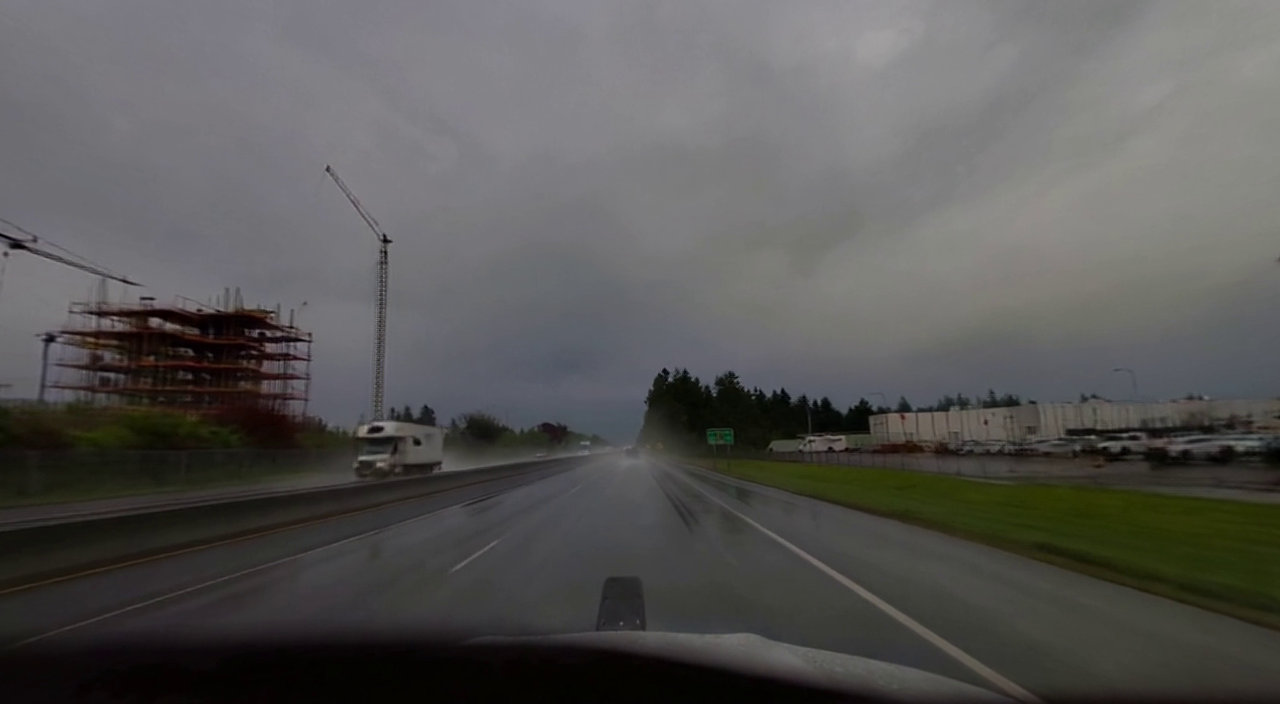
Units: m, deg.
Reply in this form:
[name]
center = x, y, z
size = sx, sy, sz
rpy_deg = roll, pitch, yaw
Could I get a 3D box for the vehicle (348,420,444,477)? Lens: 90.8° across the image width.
[vehicle]
center = -16.430, 6.638, 43.351
size = 2.917, 3.480, 8.865
rpy_deg = 0, -9, 1
